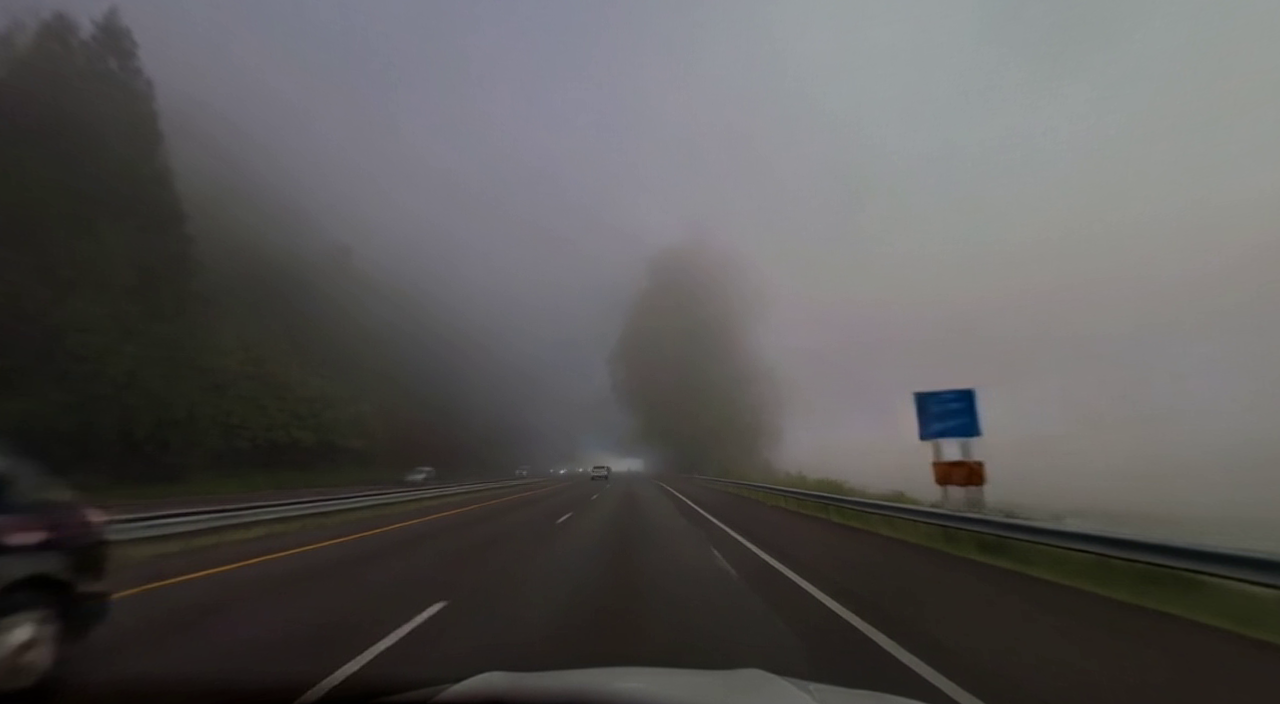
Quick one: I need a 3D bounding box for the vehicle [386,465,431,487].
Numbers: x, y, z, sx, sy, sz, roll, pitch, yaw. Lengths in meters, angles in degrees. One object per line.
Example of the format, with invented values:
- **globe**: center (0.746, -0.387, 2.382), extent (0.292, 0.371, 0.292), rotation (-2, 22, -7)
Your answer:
- **vehicle**: center (-17.045, 9.121, 46.582), extent (1.822, 1.505, 3.806), rotation (1, -10, 0)
